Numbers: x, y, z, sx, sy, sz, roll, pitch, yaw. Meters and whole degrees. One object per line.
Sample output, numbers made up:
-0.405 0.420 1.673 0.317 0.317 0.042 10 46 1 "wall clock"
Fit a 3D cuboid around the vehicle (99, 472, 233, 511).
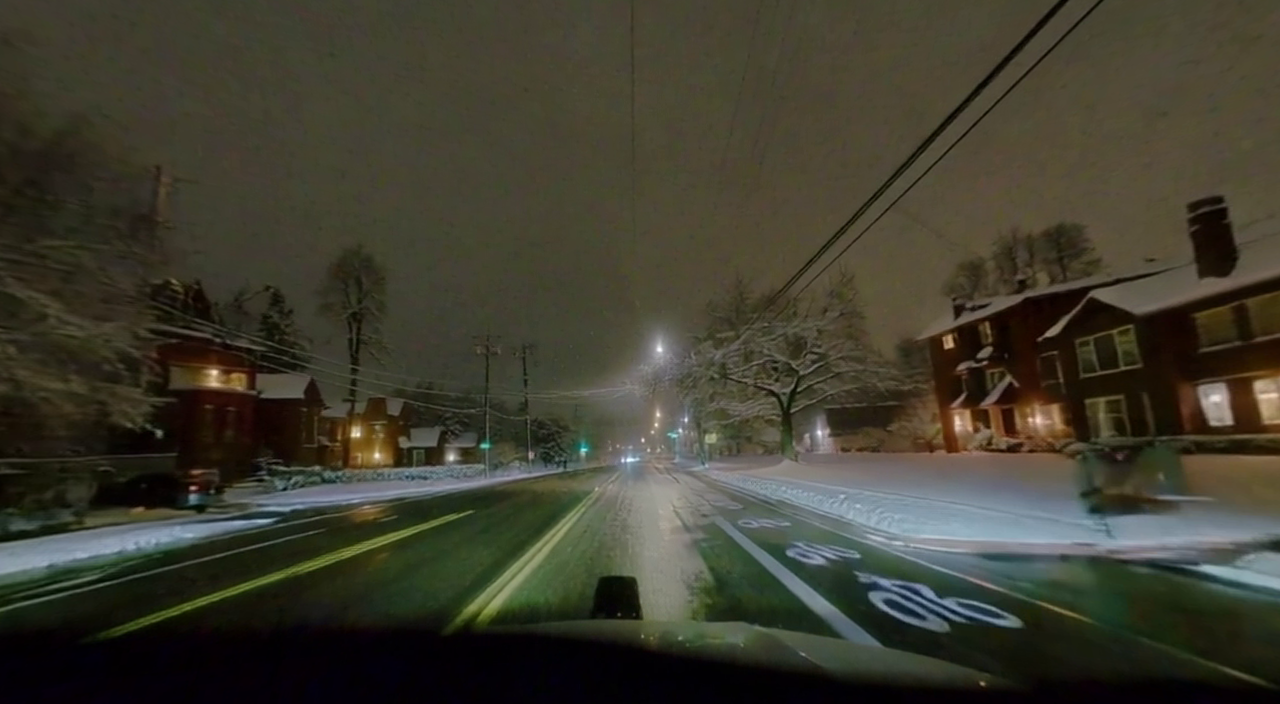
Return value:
-19.276 5.674 25.792 4.173 1.423 1.657 -1 -9 3 "vehicle"
